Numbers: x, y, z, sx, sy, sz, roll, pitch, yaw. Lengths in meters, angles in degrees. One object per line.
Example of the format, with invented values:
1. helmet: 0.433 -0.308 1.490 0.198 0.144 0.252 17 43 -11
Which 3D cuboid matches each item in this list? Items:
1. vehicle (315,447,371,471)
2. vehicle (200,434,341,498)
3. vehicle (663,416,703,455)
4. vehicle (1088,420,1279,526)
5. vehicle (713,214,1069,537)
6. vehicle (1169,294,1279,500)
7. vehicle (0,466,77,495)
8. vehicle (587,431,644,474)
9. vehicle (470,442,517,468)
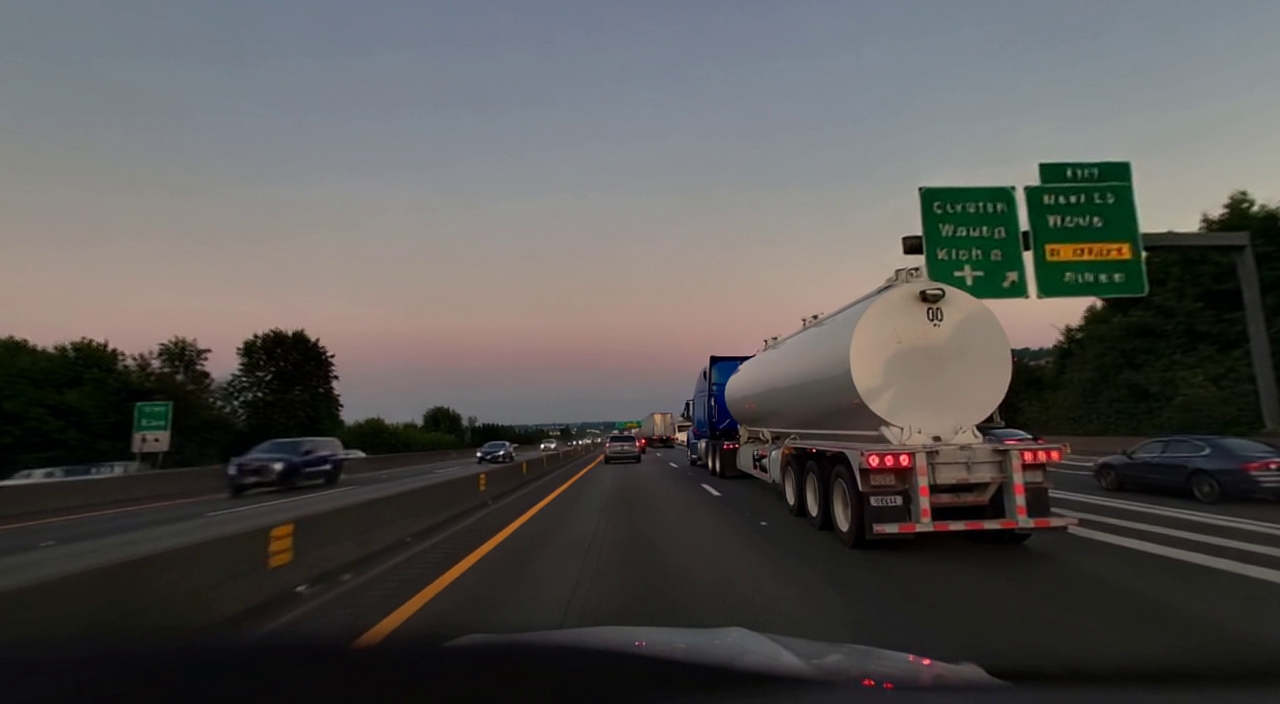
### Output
1. vehicle: -20.315 7.335 43.284 1.880 1.476 4.282 0 -8 -2
2. vehicle: -12.562 3.858 21.888 2.065 1.948 4.720 0 -8 -1
3. vehicle: 3.182 6.304 47.741 2.475 2.782 4.986 0 -8 -3
4. vehicle: 9.840 1.925 10.521 1.739 1.471 3.889 0 -8 -2
5. vehicle: 3.508 0.850 12.221 2.826 3.905 9.262 0 -8 -1
6. vehicle: 14.529 0.550 10.093 2.878 4.124 10.050 0 -8 -3
7. vehicle: -38.723 8.111 39.953 1.846 1.553 4.238 -7 -11 42
8. vehicle: -0.896 3.825 24.321 2.000 1.510 3.518 0 -8 -1
9. vehicle: -9.254 6.529 40.250 1.894 1.483 4.624 0 -8 0
